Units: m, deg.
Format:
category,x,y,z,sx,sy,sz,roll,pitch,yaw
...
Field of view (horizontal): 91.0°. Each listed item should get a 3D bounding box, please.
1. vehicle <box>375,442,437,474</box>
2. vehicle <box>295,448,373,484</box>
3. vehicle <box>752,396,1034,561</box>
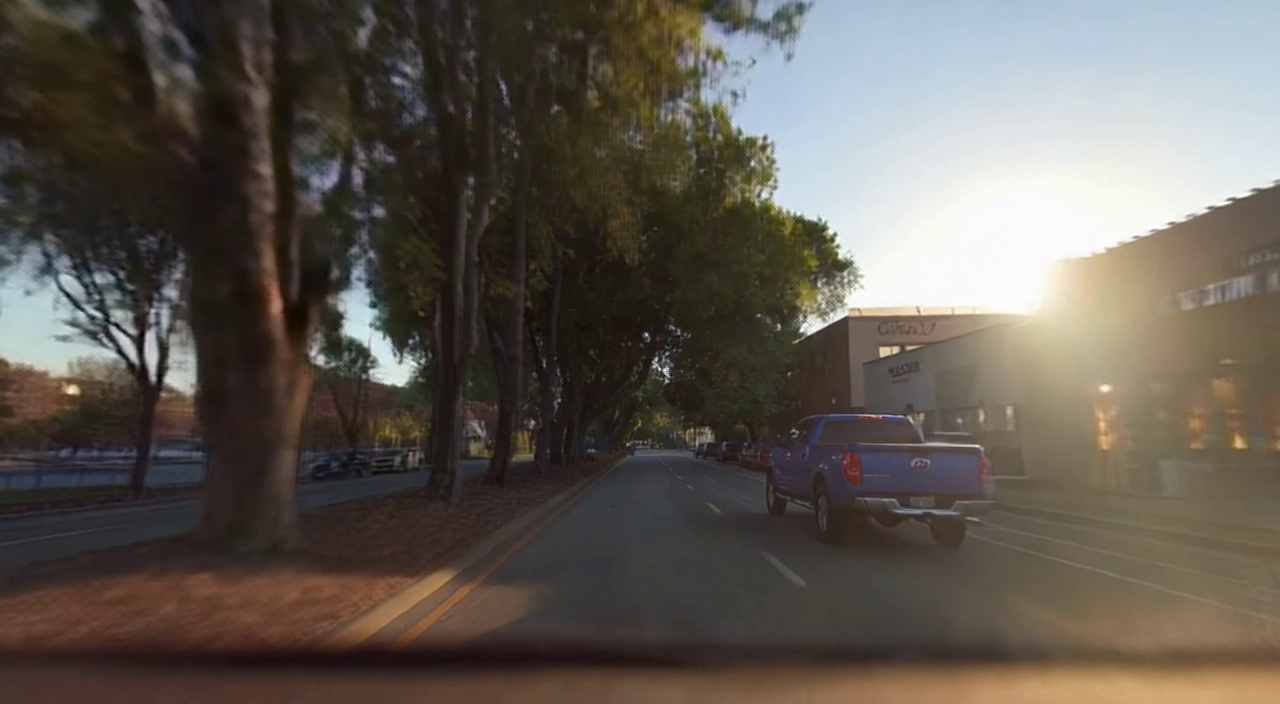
category,x,y,z,sx,sy,sz,roll,pitch,yaw
vehicle,-15.615,7.078,42.313,2.097,1.852,5.090,-3,-9,2
vehicle,-16.009,5.960,33.229,1.919,1.616,4.723,-3,-8,-2
vehicle,3.320,1.814,9.802,2.085,1.828,5.383,0,-8,-1
